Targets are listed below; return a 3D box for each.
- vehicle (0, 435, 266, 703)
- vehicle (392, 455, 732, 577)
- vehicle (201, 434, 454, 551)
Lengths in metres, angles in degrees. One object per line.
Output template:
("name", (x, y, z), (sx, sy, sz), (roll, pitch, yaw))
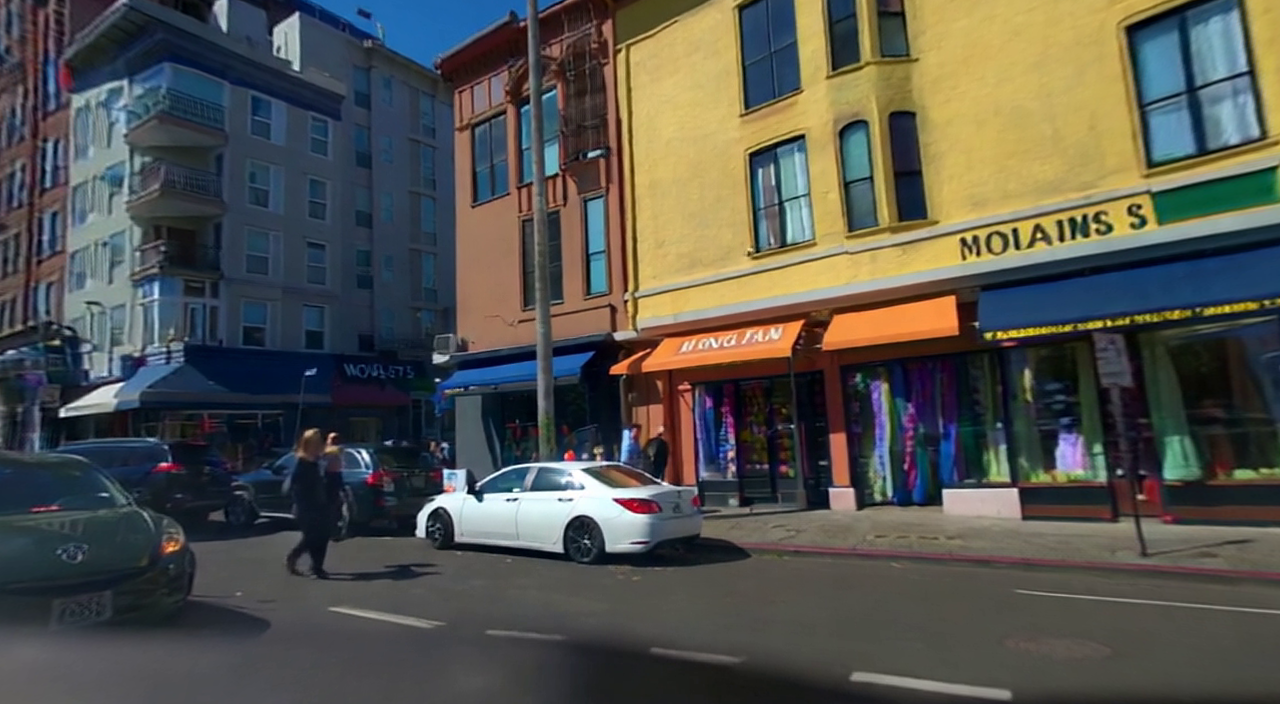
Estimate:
("vehicle", (-5.151, 1.406, 4.876), (4.330, 1.458, 1.932), (-5, -10, 30))
("vehicle", (-1.221, 2.301, 9.569), (4.830, 1.421, 1.826), (-4, -9, 25))
("vehicle", (-6.003, 2.554, 12.108), (4.580, 1.853, 1.862), (-5, -10, 27))
